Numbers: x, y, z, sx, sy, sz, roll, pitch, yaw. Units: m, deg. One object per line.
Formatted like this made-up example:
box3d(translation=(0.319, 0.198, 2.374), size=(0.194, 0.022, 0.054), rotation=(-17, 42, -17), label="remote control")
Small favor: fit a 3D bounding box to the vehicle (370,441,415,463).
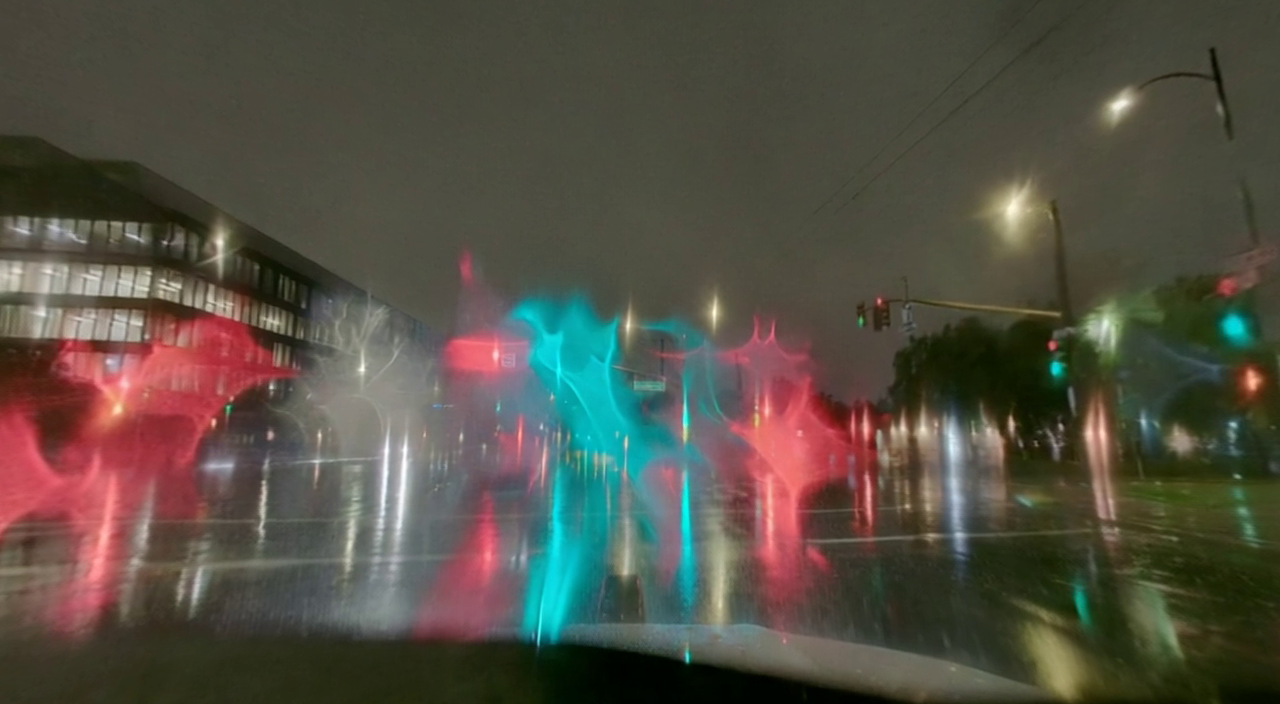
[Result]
box3d(translation=(-17.187, 6.949, 44.051), size=(1.969, 1.464, 4.485), rotation=(1, -9, -10), label="vehicle")
